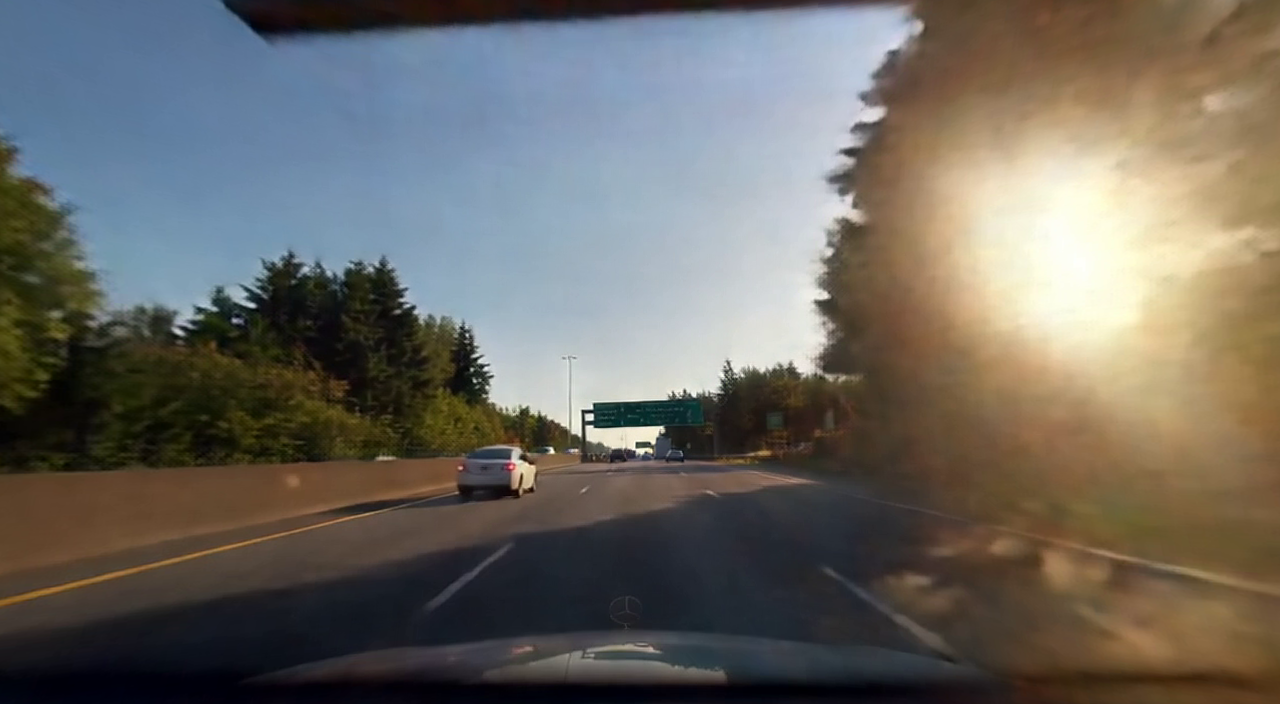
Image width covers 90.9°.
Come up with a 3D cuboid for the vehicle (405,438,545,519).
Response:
[{"bbox_3d":[-3.492,2.764,14.230,1.936,1.545,4.116,0,-9,2],"label":"vehicle"}]

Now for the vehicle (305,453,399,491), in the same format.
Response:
[{"bbox_3d":[-12.287,5.129,27.250,1.926,1.463,4.422,0,-9,1],"label":"vehicle"}]
